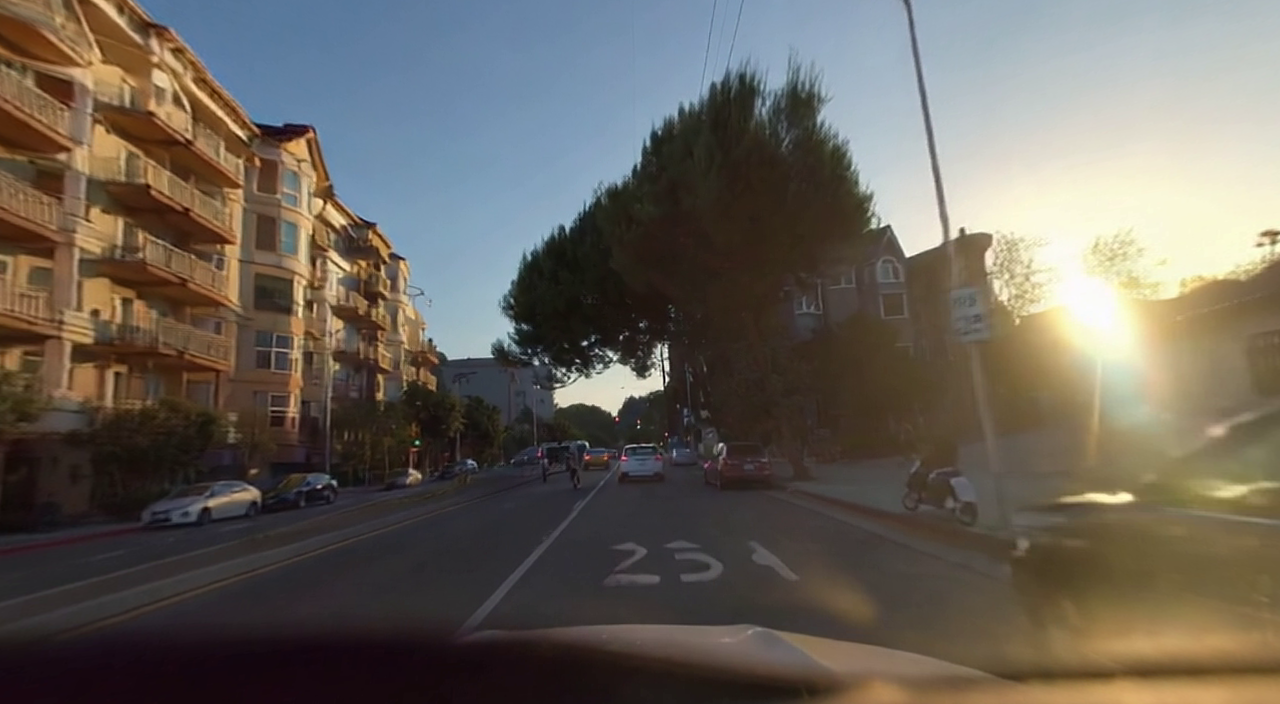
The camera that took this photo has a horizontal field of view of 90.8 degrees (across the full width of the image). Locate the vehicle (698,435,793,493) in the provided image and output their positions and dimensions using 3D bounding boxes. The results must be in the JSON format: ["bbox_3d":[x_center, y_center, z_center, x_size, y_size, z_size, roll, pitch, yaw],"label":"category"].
[{"bbox_3d":[3.081,3.385,19.472,2.077,1.532,4.694,0,-9,0],"label":"vehicle"}]

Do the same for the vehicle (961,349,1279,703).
[{"bbox_3d":[3.206,0.760,1.842,1.925,1.635,4.905,0,-9,0],"label":"vehicle"}]

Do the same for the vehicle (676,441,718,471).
[{"bbox_3d":[3.054,5.646,34.435,1.933,1.501,4.349,0,-9,1],"label":"vehicle"}]

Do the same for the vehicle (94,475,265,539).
[{"bbox_3d":[-13.762,4.614,19.298,1.907,1.480,4.498,0,-9,-1],"label":"vehicle"}]

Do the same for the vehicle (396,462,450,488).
[{"bbox_3d":[-13.707,7.780,40.206,1.752,1.479,4.575,0,-9,0],"label":"vehicle"}]

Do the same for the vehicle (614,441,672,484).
[{"bbox_3d":[0.113,4.120,23.811,2.026,1.496,3.701,0,-9,0],"label":"vehicle"}]

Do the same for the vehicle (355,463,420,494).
[{"bbox_3d":[-13.866,6.958,35.023,1.844,1.499,4.421,0,-9,-1],"label":"vehicle"}]

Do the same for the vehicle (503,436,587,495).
[{"bbox_3d":[-2.982,3.668,20.817,2.065,1.705,4.353,0,-9,0],"label":"vehicle"}]

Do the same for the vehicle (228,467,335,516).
[{"bbox_3d":[-13.780,5.349,24.595,1.839,1.594,4.055,0,-9,-1],"label":"vehicle"}]
